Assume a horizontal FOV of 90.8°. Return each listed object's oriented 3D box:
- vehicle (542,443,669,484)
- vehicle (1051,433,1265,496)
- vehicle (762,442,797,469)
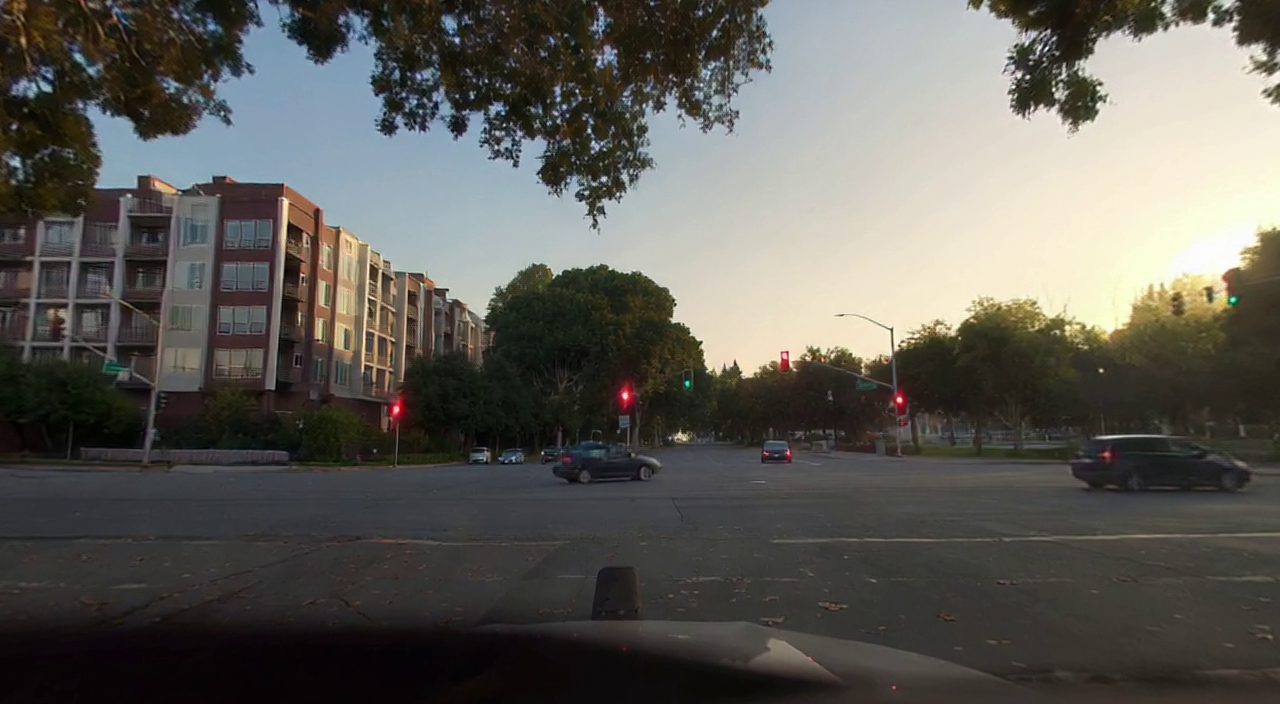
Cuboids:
[{"bbox_3d":[-1.305,4.261,24.472,4.424,1.454,2.043,5,-10,-30],"label":"vehicle"},{"bbox_3d":[15.969,3.460,19.671,4.923,1.800,2.153,1,-8,-6],"label":"vehicle"},{"bbox_3d":[8.958,6.572,40.327,1.955,1.569,4.397,-2,-9,14],"label":"vehicle"}]
